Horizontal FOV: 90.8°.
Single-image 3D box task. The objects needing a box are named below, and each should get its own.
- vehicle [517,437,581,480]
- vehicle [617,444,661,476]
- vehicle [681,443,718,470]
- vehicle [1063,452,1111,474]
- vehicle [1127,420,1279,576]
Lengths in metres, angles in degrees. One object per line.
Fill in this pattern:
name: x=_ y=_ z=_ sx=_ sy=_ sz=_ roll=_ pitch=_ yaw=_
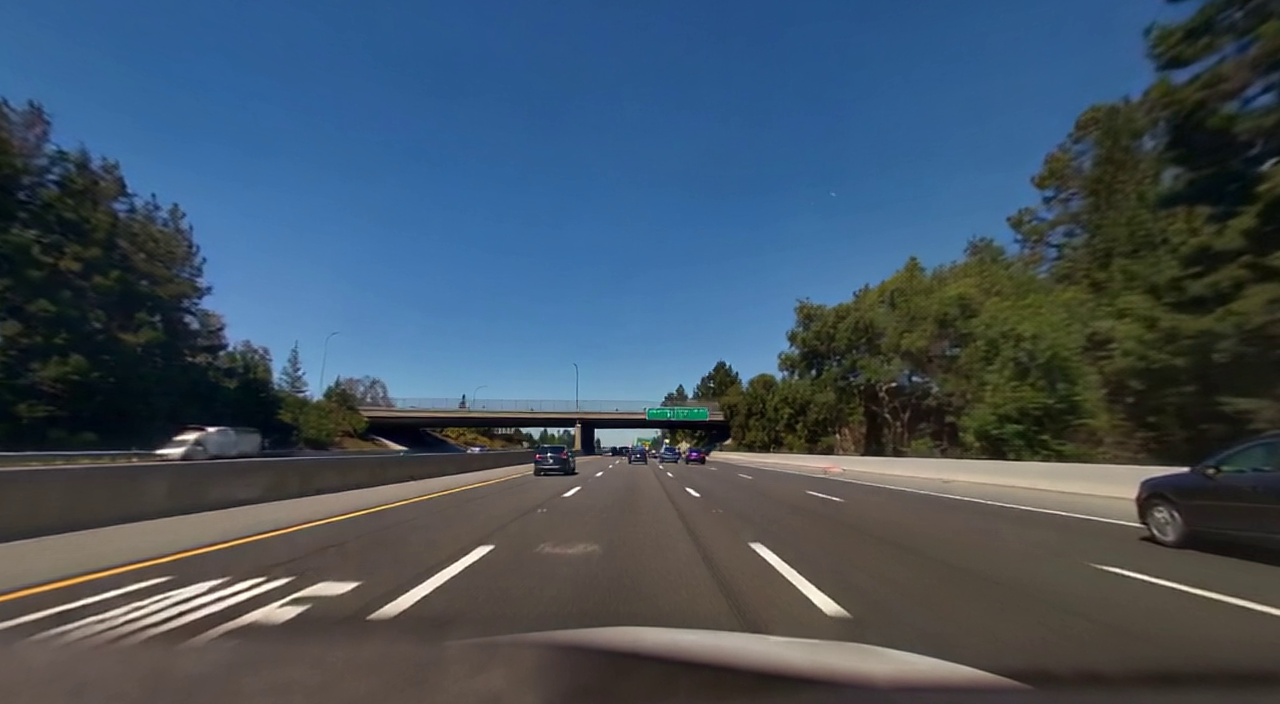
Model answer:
vehicle: x=-3.981 y=4.763 z=28.517 sx=2.113 sy=1.756 sz=4.471 roll=0 pitch=-9 yaw=2
vehicle: x=-0.053 y=5.404 z=31.806 sx=2.075 sy=1.486 sz=4.007 roll=0 pitch=-9 yaw=0
vehicle: x=3.720 y=6.614 z=40.044 sx=1.936 sy=1.625 sz=3.991 roll=0 pitch=-9 yaw=0
vehicle: x=33.139 y=8.208 z=46.932 sx=1.980 sy=1.532 sz=4.660 roll=-4 pitch=-9 yaw=24
vehicle: x=7.644 y=1.499 z=6.440 sx=1.989 sy=1.603 sz=4.126 roll=0 pitch=-9 yaw=0
